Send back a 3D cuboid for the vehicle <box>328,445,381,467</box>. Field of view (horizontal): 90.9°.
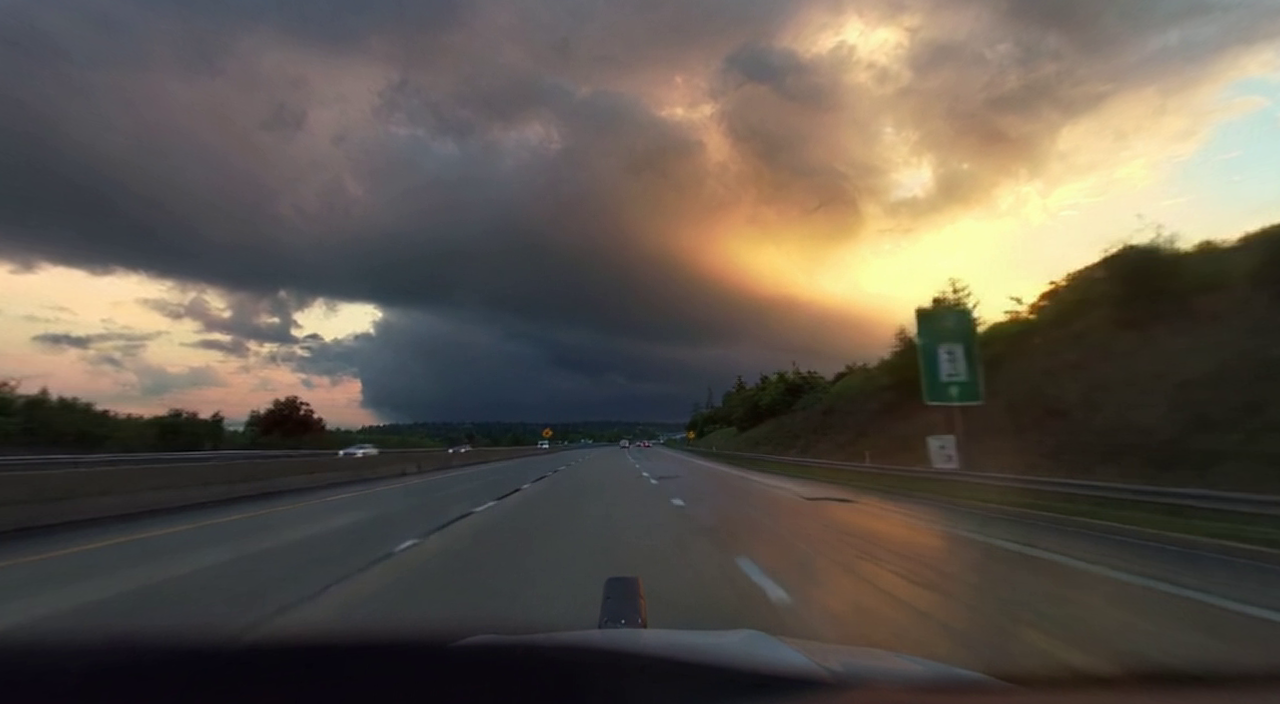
[{"bbox_3d":[-21.617,7.879,47.980,2.015,1.595,4.727,0,-9,-3],"label":"vehicle"}]
